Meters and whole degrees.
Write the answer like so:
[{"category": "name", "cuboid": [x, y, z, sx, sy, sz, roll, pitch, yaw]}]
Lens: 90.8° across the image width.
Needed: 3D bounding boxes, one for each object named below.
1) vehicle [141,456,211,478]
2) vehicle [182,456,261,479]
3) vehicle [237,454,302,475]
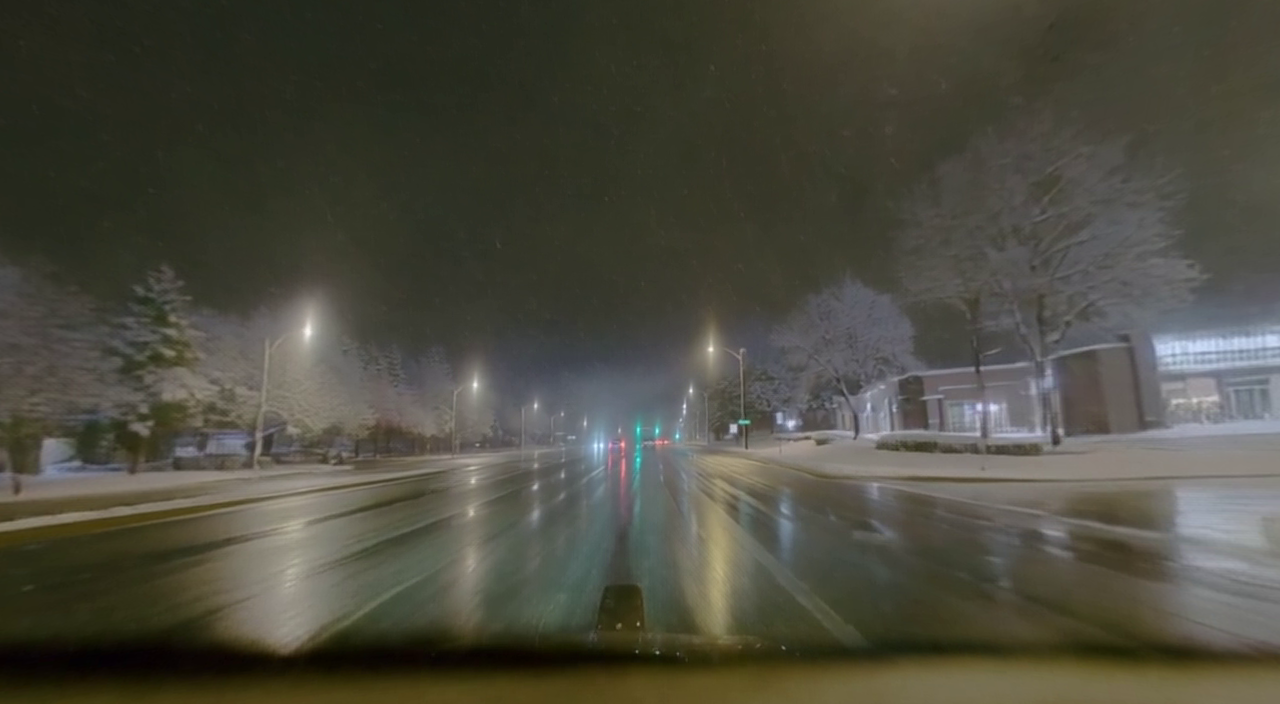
[{"category": "vehicle", "cuboid": [-31.640, 7.860, 43.229, 1.815, 1.401, 3.775, -1, -10, 2]}, {"category": "vehicle", "cuboid": [-29.094, 8.035, 44.145, 1.920, 1.442, 4.998, -1, -9, 2]}, {"category": "vehicle", "cuboid": [-28.998, 8.794, 49.668, 1.960, 1.478, 4.949, -1, -9, 3]}]
